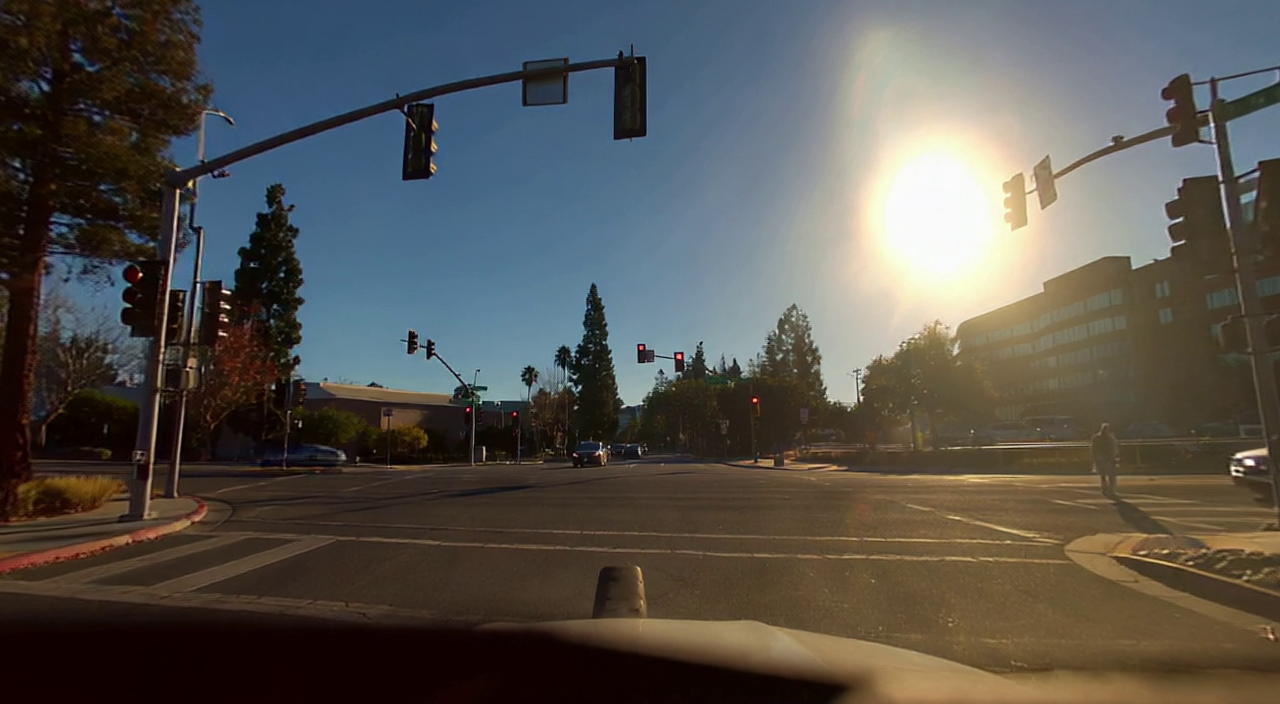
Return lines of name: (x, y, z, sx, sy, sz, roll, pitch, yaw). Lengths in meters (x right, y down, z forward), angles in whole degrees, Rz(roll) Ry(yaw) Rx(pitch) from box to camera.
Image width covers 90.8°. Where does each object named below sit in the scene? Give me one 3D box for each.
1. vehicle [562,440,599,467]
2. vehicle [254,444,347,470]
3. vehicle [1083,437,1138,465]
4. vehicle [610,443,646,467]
vehicle: (-4.106, 7.107, 44.292, 2.251, 1.756, 4.610, 0, -9, -2)
vehicle: (-19.752, 6.121, 36.806, 4.628, 1.414, 1.897, -3, -9, 15)
vehicle: (26.967, 5.659, 36.141, 2.092, 1.474, 4.046, -8, -11, 40)
vehicle: (-0.856, 6.828, 41.989, 2.056, 1.492, 3.937, 1, -9, -6)
